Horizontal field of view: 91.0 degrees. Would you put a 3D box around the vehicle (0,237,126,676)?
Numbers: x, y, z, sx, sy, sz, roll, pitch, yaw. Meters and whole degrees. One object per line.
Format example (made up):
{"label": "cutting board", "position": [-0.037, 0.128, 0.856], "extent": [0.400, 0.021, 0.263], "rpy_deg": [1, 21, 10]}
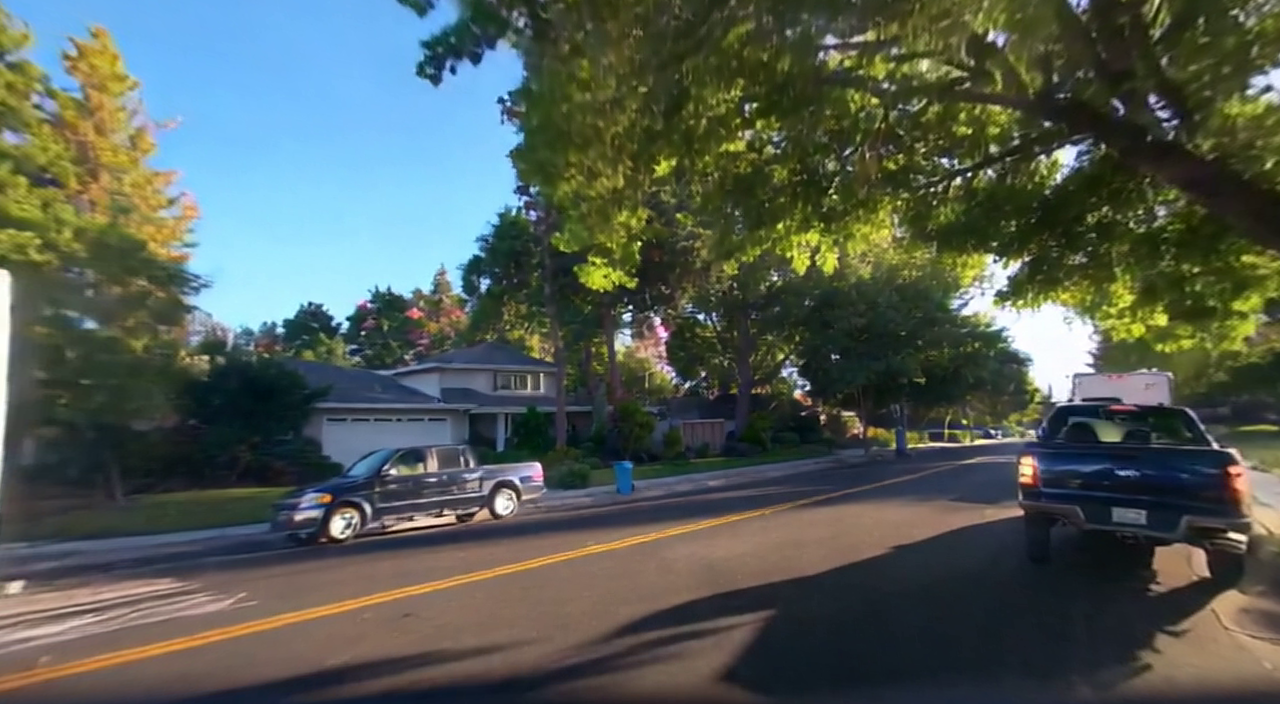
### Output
{"label": "vehicle", "position": [-6.121, 0.467, 2.664], "extent": [2.367, 2.618, 5.497], "rpy_deg": [-5, -9, 35]}

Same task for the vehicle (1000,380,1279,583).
{"label": "vehicle", "position": [6.662, 1.424, 8.470], "extent": [2.182, 1.785, 5.726], "rpy_deg": [-4, -7, 39]}

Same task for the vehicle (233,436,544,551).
{"label": "vehicle", "position": [-3.992, 2.210, 10.855], "extent": [1.816, 1.489, 4.653], "rpy_deg": [-5, -9, 37]}
